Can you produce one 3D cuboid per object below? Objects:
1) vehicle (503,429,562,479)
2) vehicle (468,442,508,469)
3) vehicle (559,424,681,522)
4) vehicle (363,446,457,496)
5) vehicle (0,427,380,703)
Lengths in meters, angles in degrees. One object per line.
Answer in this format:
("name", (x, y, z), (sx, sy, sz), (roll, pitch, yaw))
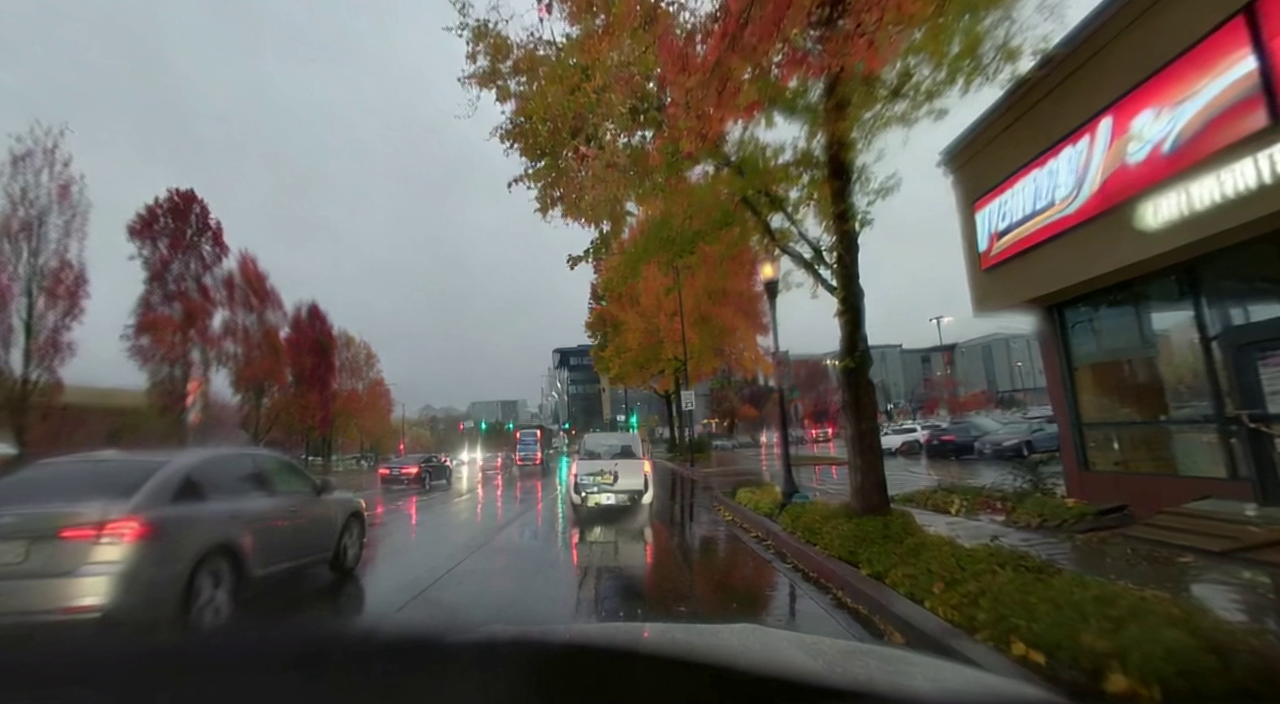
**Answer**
("vehicle", (-4.718, 4.557, 28.188), (2.082, 2.018, 4.308), (1, -9, -3))
("vehicle", (-10.180, 6.955, 42.435), (2.069, 1.719, 4.441), (2, -9, -7))
("vehicle", (-0.413, 2.444, 13.209), (2.144, 1.704, 4.028), (1, -9, -2))
("vehicle", (-8.183, 4.236, 22.850), (1.932, 1.596, 4.247), (1, -9, -3))
("vehicle", (-4.244, 1.499, 5.481), (1.974, 1.549, 4.603), (0, -9, 0))
